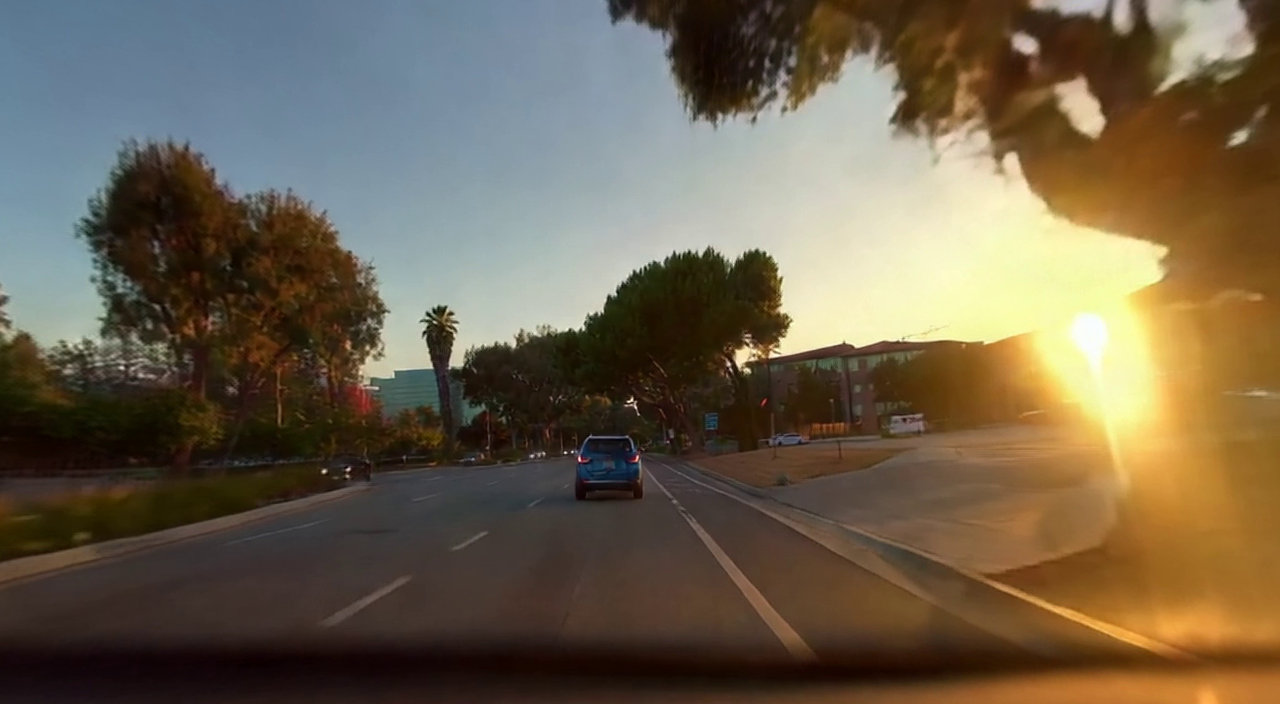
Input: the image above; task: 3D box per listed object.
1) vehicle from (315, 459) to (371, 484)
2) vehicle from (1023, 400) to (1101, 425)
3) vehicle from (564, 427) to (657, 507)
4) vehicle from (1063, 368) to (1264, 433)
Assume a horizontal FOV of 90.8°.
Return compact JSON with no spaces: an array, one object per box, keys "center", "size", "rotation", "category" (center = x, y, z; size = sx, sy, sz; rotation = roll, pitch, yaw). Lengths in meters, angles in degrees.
[{"center":[-20.034,8.043,42.773],"size":[1.945,1.444,4.406],"rotation":[0,-9,-4],"category":"vehicle"},{"center":[32.371,4.700,48.584],"size":[1.851,1.595,4.463],"rotation":[3,-10,-28],"category":"vehicle"},{"center":[-0.722,2.960,16.639],"size":[2.131,1.761,4.242],"rotation":[-1,-9,-1],"category":"vehicle"},{"center":[13.286,1.284,16.206],"size":[3.652,1.481,1.632],"rotation":[-1,-8,-1],"category":"vehicle"}]
